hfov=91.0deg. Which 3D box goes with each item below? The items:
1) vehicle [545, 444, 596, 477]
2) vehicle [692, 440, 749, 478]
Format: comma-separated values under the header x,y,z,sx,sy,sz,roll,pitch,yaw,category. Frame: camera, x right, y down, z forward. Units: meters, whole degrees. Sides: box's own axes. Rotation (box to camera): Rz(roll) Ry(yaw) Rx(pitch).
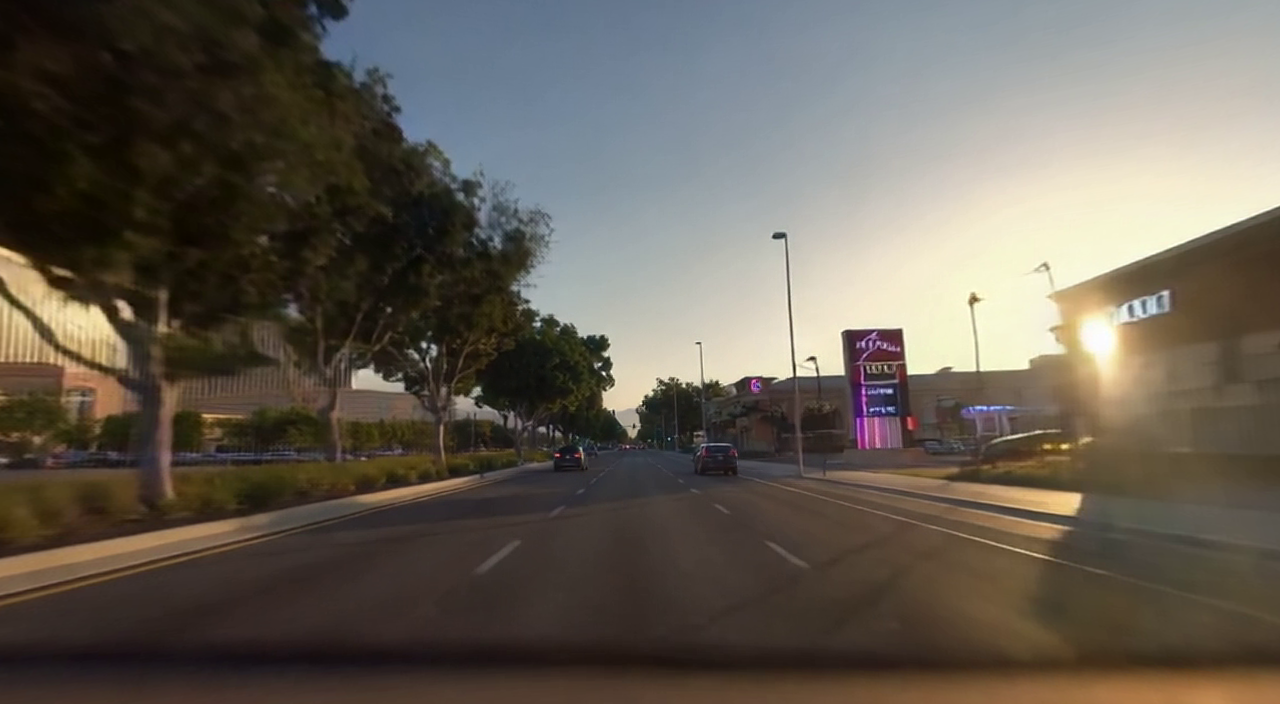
x,y,z,sx,sy,sz,roll,pitch,yaw,category
-3.316,5.245,30.702,2.005,1.477,4.169,0,-9,0,vehicle
3.899,5.263,31.282,2.083,1.743,4.354,0,-9,-2,vehicle
